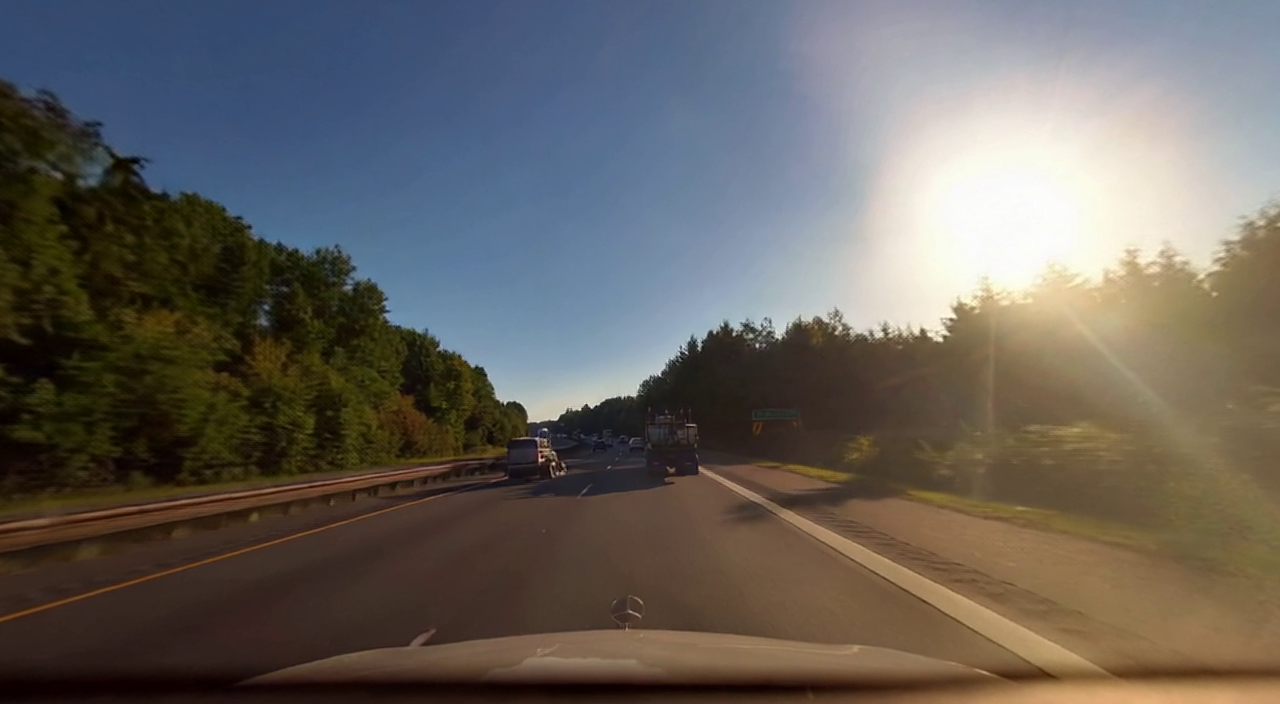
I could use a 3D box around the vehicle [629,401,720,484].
[{"bbox_3d":[0.973,3.149,21.874,2.677,2.439,6.402,0,-8,-1],"label":"vehicle"}]
